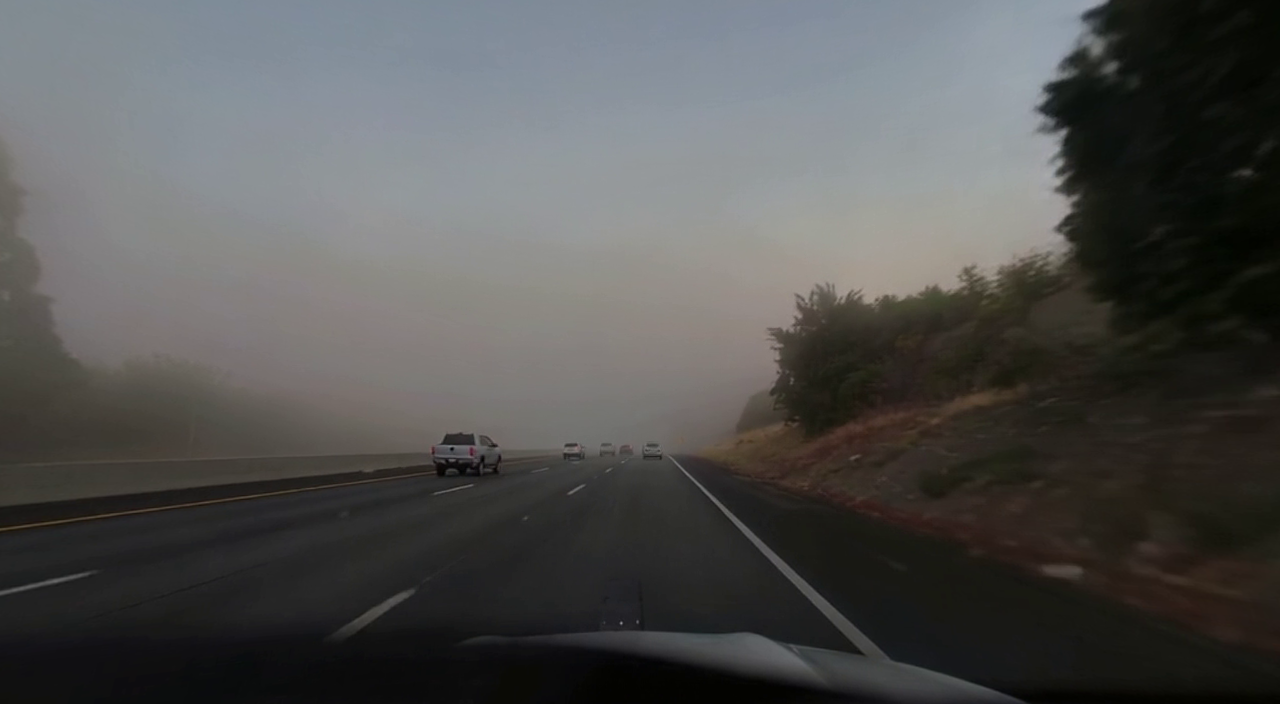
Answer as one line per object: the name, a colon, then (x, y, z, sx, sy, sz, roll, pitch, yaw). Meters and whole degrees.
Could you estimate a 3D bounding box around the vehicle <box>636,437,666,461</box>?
vehicle: (0.816, 7.238, 47.213, 2.141, 1.706, 4.065, 0, -8, 0)

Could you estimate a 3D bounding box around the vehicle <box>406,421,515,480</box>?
vehicle: (-6.669, 3.743, 24.203, 2.438, 1.967, 5.596, 0, -8, 1)
